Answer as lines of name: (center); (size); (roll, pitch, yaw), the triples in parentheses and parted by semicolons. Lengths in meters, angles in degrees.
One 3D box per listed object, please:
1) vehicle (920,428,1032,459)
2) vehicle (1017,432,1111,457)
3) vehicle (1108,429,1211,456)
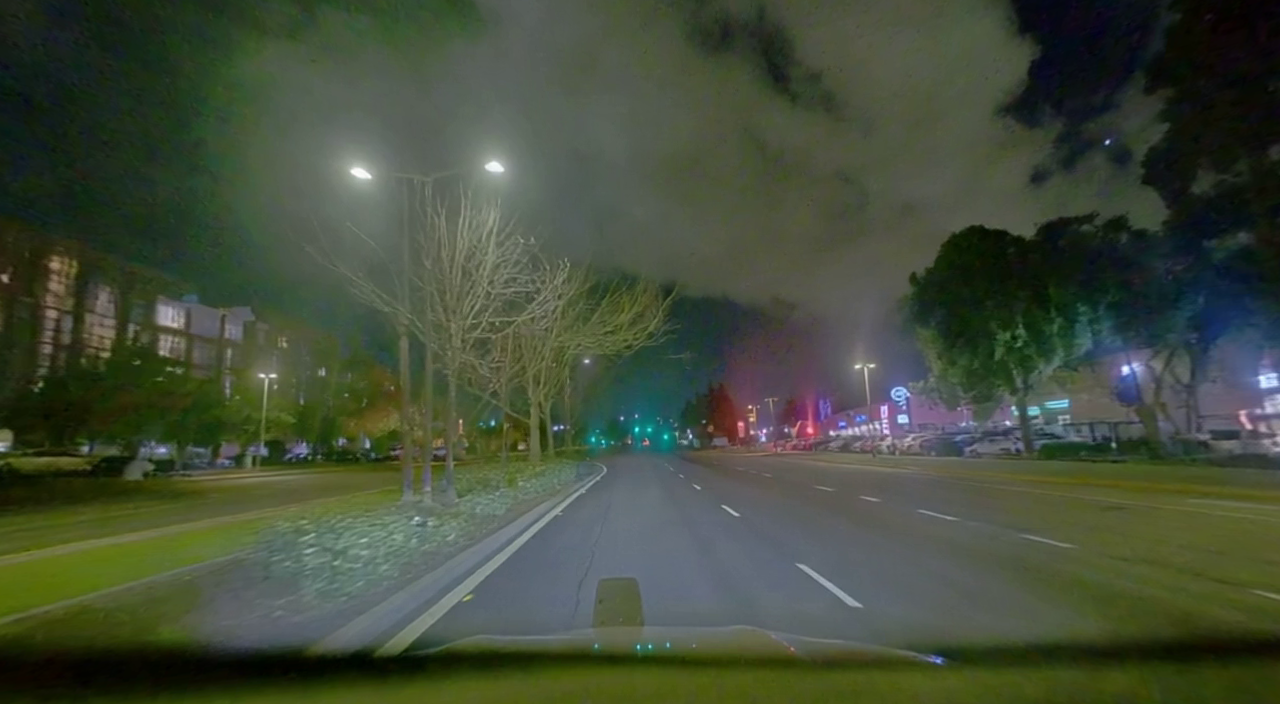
vehicle: (20.407, 5.604, 38.558); (5.462, 1.785, 2.323); (0, -9, 1)
vehicle: (25.967, 5.703, 38.820); (4.402, 1.465, 1.900); (0, -9, -2)
vehicle: (31.499, 5.485, 38.403); (4.532, 1.493, 1.886); (-1, -9, 1)
